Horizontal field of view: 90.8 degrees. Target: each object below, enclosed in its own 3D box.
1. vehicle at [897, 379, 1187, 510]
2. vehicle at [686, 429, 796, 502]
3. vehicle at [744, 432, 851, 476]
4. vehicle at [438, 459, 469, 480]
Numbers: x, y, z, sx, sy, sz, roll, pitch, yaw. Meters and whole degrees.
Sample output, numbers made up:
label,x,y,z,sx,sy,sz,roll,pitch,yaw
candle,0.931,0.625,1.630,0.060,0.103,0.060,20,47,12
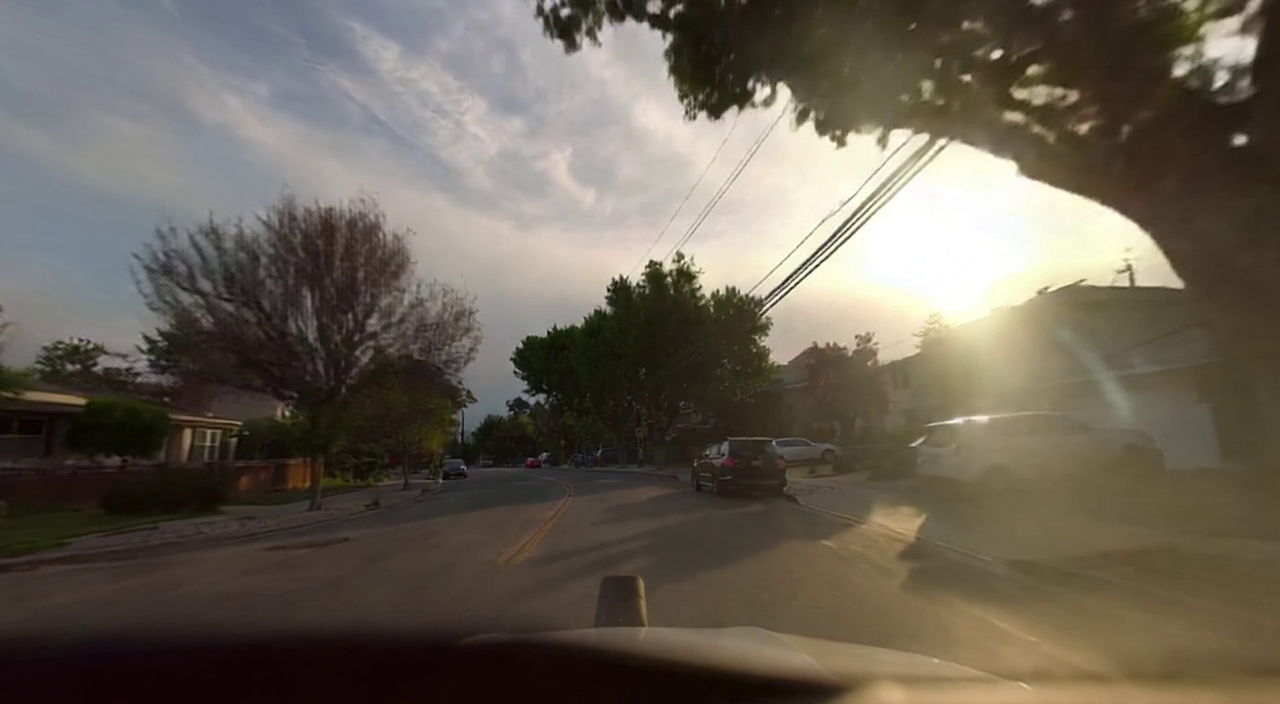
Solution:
label,x,y,z,sx,sy,sz,roll,pitch,yaw
vehicle,8.761,2.049,14.163,4.801,2.139,2.164,-6,-8,-2
vehicle,2.952,3.481,19.770,2.214,1.962,4.733,0,-9,-6
vehicle,7.790,5.104,31.692,4.666,1.655,2.169,-6,-9,1
vehicle,-14.100,8.848,47.695,1.902,1.434,4.313,3,-9,-20
